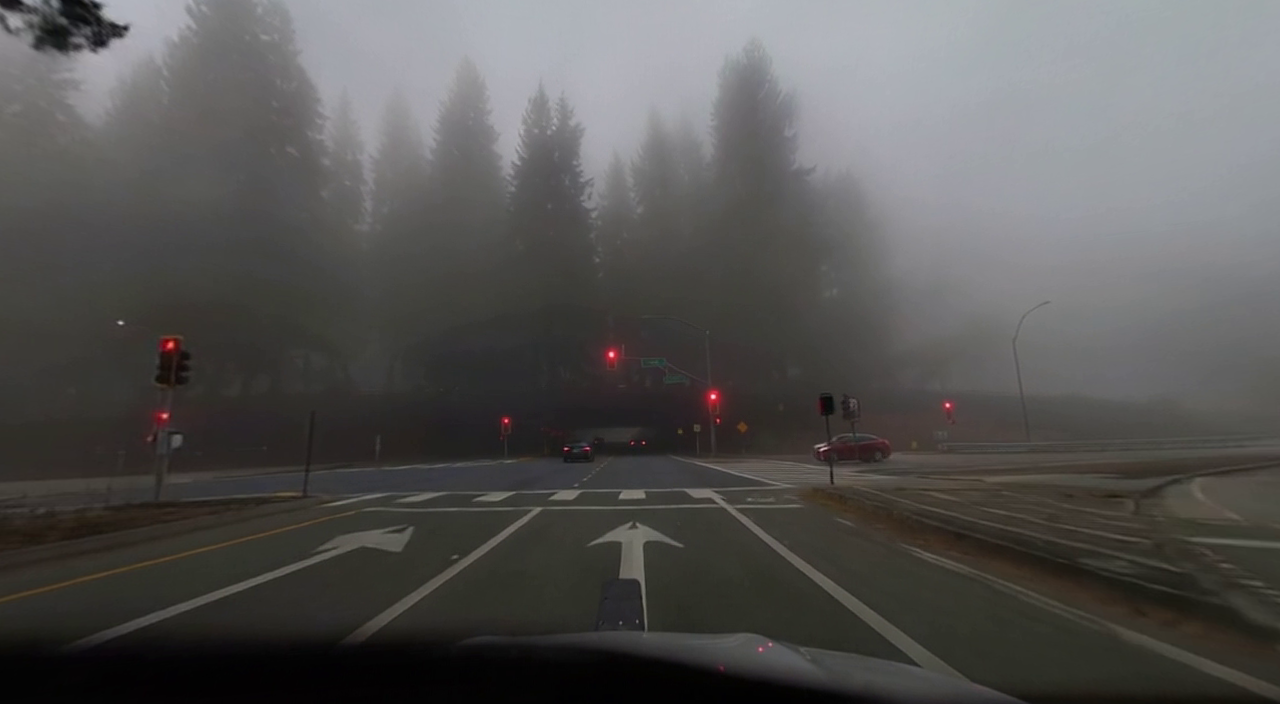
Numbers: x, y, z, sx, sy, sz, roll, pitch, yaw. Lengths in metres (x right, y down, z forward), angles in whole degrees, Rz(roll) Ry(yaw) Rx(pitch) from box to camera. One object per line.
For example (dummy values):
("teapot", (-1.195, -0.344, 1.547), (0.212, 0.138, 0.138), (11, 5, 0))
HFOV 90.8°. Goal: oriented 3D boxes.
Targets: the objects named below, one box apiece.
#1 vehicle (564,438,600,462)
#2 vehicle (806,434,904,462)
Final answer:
("vehicle", (-3.885, 6.666, 43.027), (2.082, 1.472, 4.310), (0, -8, 0))
("vehicle", (11.670, 5.216, 34.423), (4.691, 1.466, 1.800), (1, -9, -7))
